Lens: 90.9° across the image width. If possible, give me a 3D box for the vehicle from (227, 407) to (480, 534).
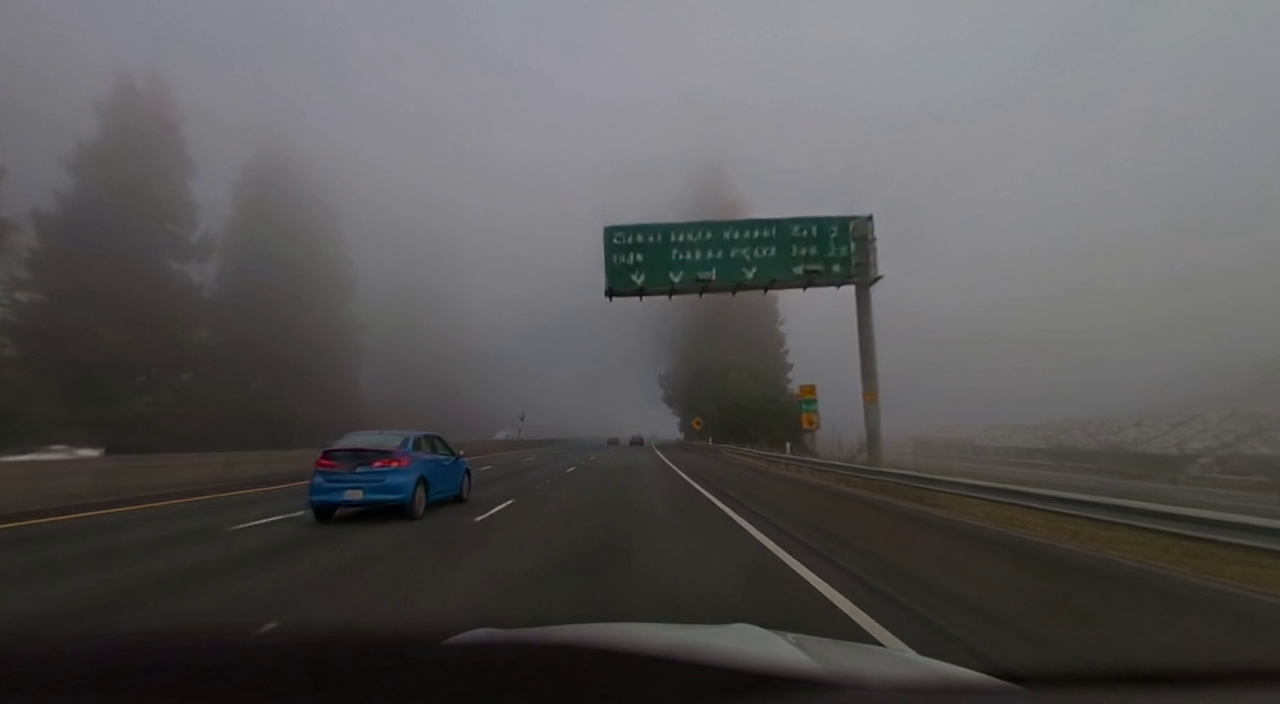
[{"bbox_3d":[-4.273,1.822,10.427,2.052,1.626,4.514,0,-8,0],"label":"vehicle"}]
